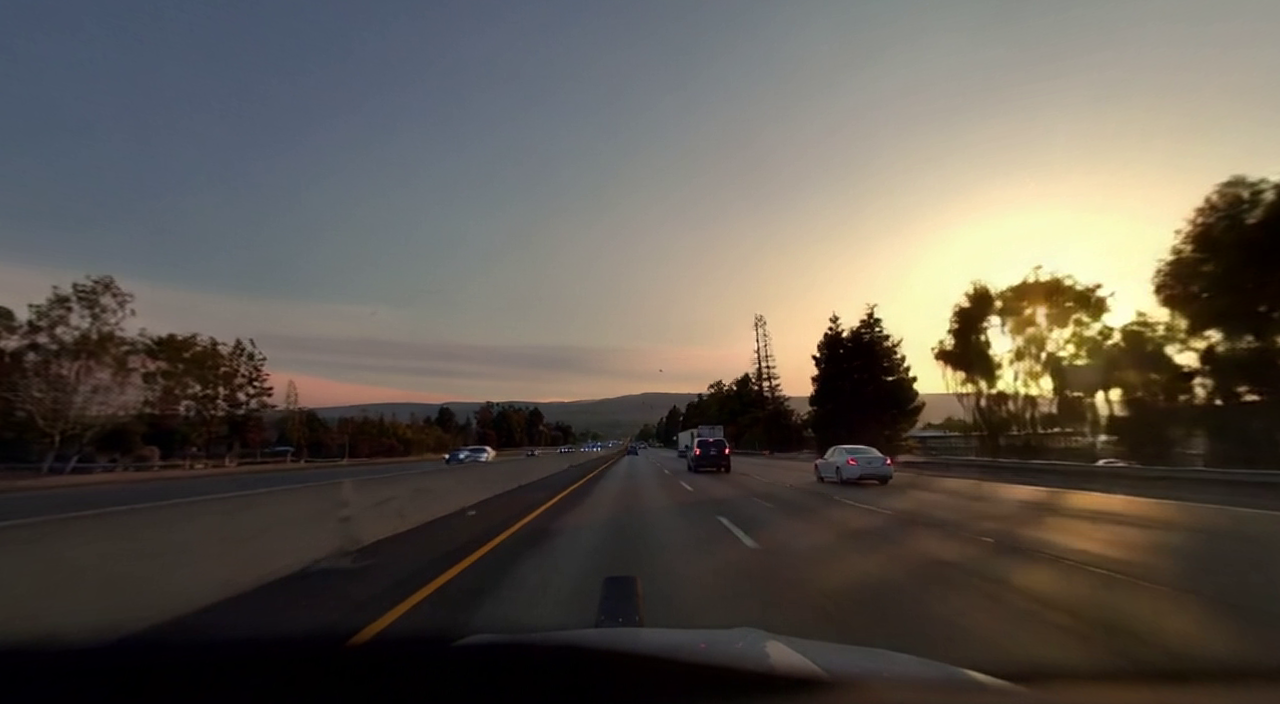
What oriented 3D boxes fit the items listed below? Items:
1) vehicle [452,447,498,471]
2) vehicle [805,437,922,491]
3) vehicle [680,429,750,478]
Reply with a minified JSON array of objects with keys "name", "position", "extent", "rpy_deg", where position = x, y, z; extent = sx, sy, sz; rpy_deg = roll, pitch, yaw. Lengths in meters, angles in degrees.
[{"name":"vehicle","position":[-11.183,7.264,43.178],"extent":[2.147,1.545,4.454],"rpy_deg":[1,-8,-2]},{"name":"vehicle","position":[6.716,3.400,19.526],"extent":[2.009,1.456,4.097],"rpy_deg":[0,-8,-1]},{"name":"vehicle","position":[2.959,4.193,26.212],"extent":[2.258,1.824,4.908],"rpy_deg":[0,-8,-1]}]
